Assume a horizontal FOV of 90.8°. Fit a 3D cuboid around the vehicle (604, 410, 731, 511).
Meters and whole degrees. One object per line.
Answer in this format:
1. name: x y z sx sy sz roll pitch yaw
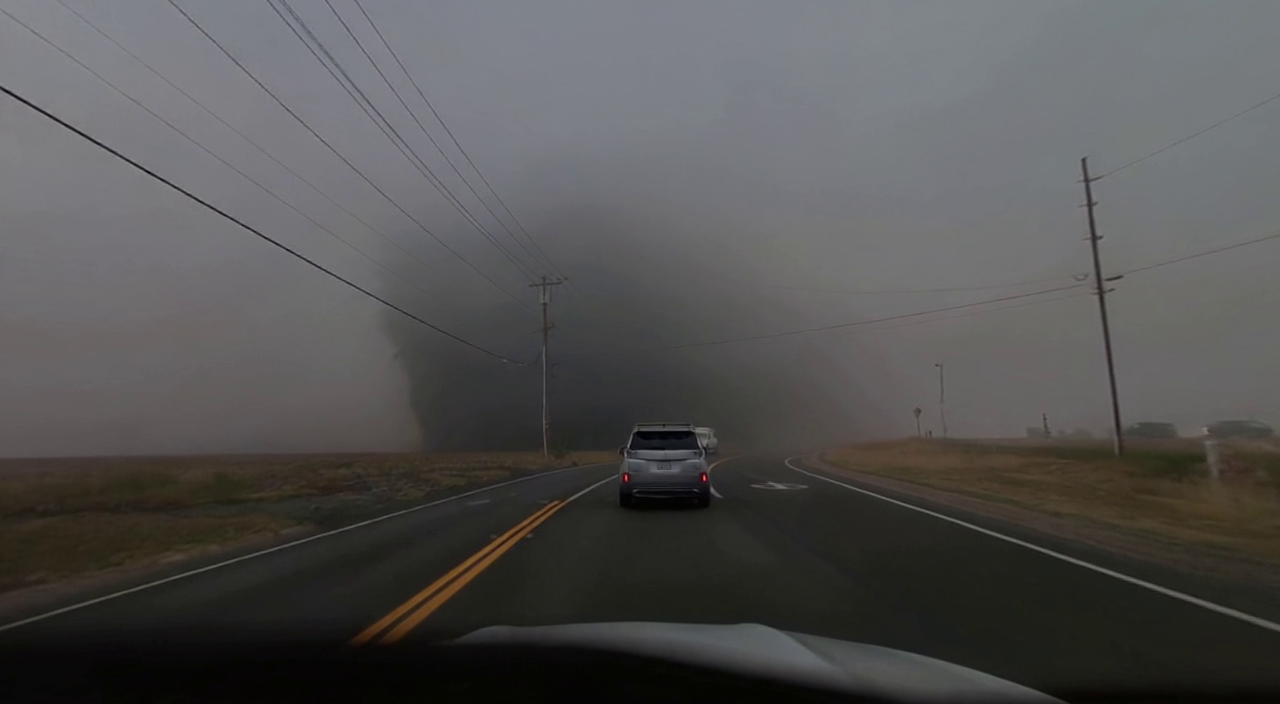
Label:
1. vehicle: 0.565 2.365 14.116 2.364 1.859 4.538 0 -9 2
